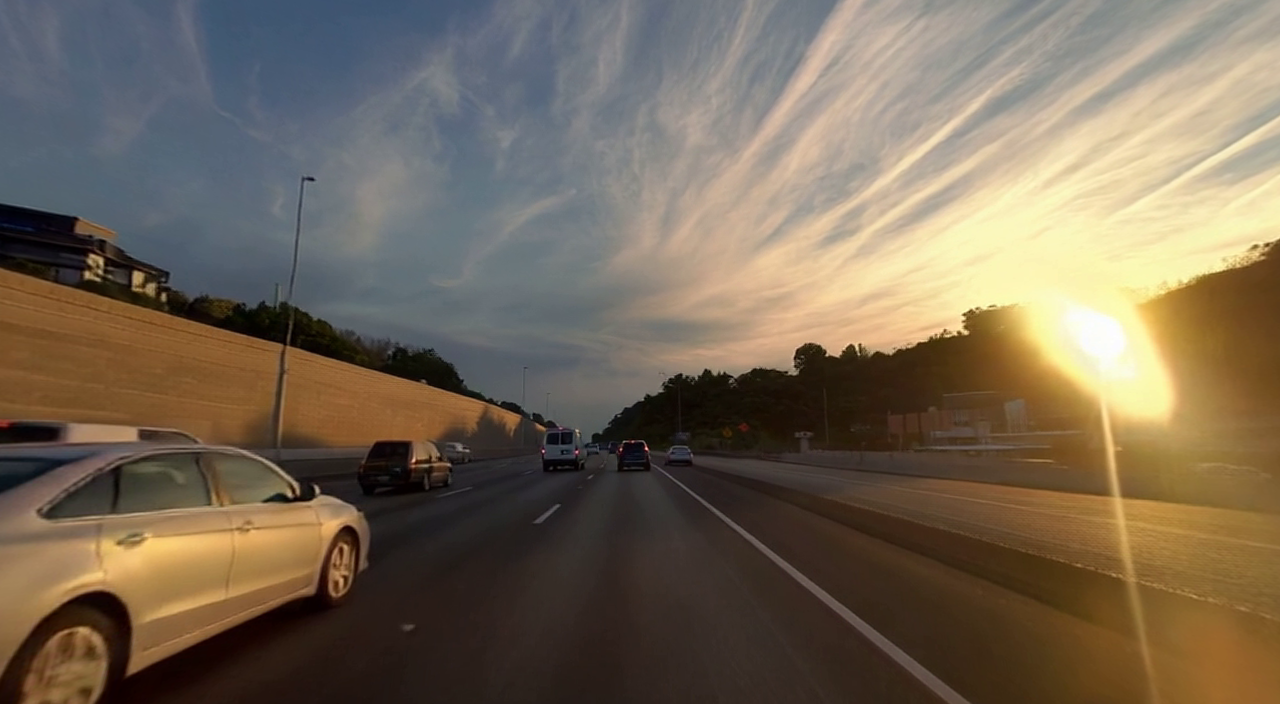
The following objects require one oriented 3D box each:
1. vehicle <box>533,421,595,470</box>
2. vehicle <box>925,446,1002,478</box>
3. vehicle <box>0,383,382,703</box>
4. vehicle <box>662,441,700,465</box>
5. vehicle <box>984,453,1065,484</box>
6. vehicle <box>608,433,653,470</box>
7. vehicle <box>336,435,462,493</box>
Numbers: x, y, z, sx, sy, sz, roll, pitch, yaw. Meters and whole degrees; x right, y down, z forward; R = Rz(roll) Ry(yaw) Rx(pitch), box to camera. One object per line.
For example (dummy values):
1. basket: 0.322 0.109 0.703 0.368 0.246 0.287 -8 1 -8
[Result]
1. vehicle: -3.800 4.861 32.578 2.504 2.276 5.933 0 -9 -1
2. vehicle: 20.841 7.069 40.824 2.083 1.873 5.209 0 -9 -2
3. vehicle: -3.296 1.040 3.394 1.963 1.507 4.172 0 -9 1
4. vehicle: 2.684 6.828 42.635 2.127 1.513 4.501 0 -9 -2
5. vehicle: 20.948 6.360 34.531 1.789 1.531 3.983 0 -9 -2
6. vehicle: -0.472 5.228 33.284 2.207 1.807 4.199 0 -9 0
7. vehicle: -6.931 3.265 18.715 1.959 1.493 4.575 0 -9 0
